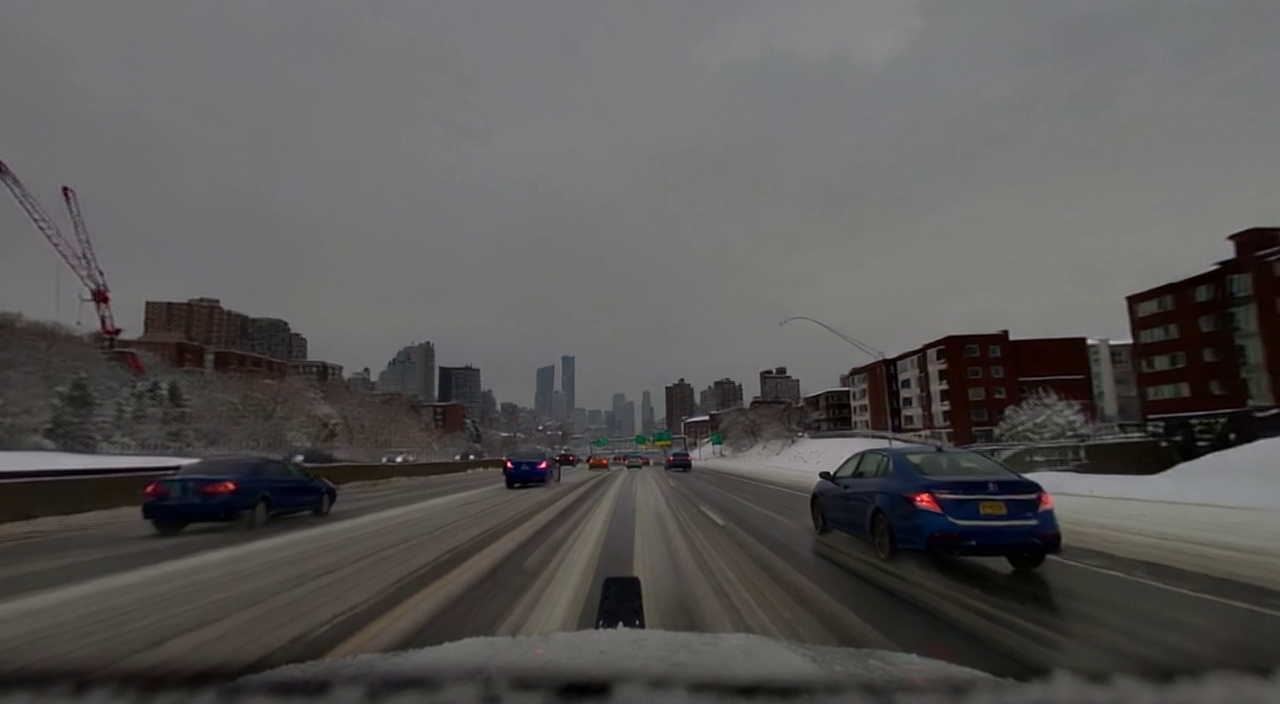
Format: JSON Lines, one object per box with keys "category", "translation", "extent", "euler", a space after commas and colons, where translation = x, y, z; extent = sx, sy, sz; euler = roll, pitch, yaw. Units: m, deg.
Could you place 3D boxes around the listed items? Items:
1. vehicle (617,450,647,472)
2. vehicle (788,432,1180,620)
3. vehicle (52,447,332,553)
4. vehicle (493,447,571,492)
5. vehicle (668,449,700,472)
{"category": "vehicle", "translation": [-0.586, 7.776, 45.118], "extent": [2.019, 1.472, 3.971], "euler": [0, -9, -1]}
{"category": "vehicle", "translation": [3.328, 1.749, 7.416], "extent": [1.995, 1.486, 4.463], "euler": [0, -9, -1]}
{"category": "vehicle", "translation": [-7.606, 2.494, 11.413], "extent": [1.951, 1.528, 4.209], "euler": [0, -9, 0]}
{"category": "vehicle", "translation": [-3.984, 4.402, 24.079], "extent": [2.136, 1.512, 4.488], "euler": [0, -9, 1]}
{"category": "vehicle", "translation": [3.263, 8.181, 47.855], "extent": [1.978, 1.602, 4.092], "euler": [0, -9, -2]}
